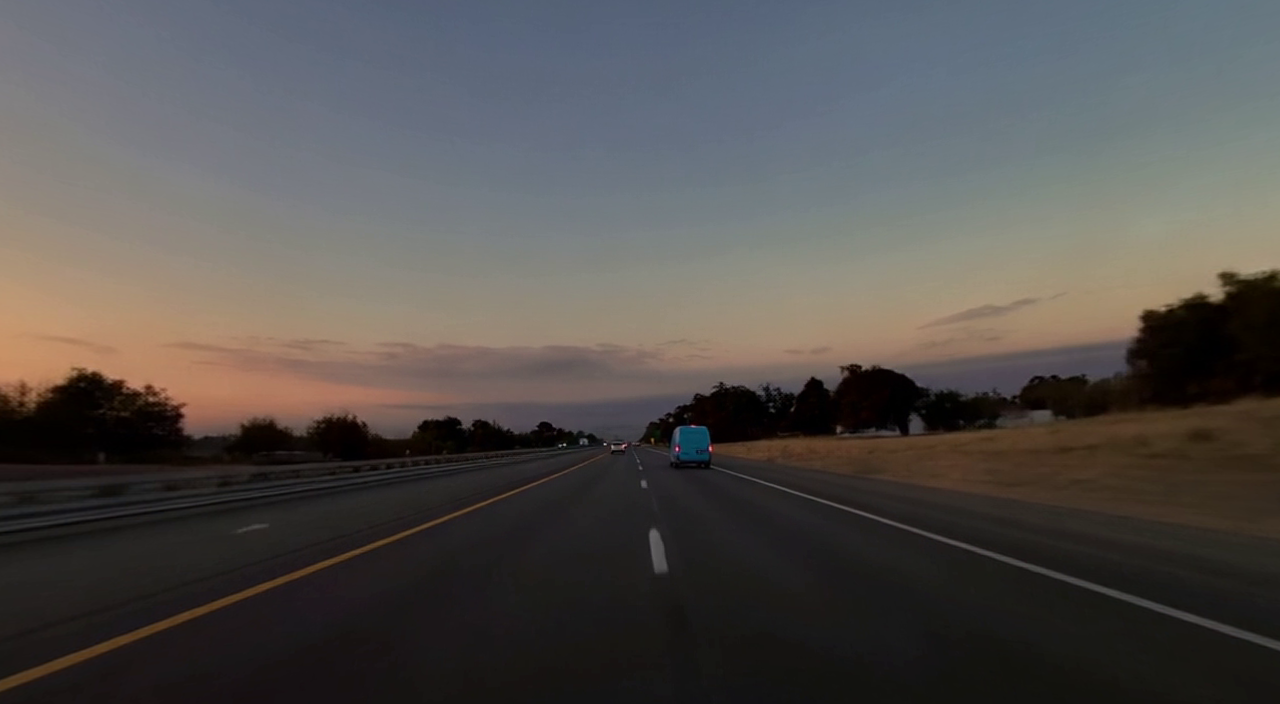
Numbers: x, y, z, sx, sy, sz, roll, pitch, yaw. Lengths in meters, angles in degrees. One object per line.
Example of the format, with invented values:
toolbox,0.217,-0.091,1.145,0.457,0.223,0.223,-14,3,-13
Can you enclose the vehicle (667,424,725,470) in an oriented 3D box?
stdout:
vehicle,2.641,4.647,30.945,2.269,2.048,4.679,0,-8,-2

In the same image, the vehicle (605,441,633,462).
vehicle,-1.561,7.522,47.721,2.005,1.466,3.739,-1,-8,-1
